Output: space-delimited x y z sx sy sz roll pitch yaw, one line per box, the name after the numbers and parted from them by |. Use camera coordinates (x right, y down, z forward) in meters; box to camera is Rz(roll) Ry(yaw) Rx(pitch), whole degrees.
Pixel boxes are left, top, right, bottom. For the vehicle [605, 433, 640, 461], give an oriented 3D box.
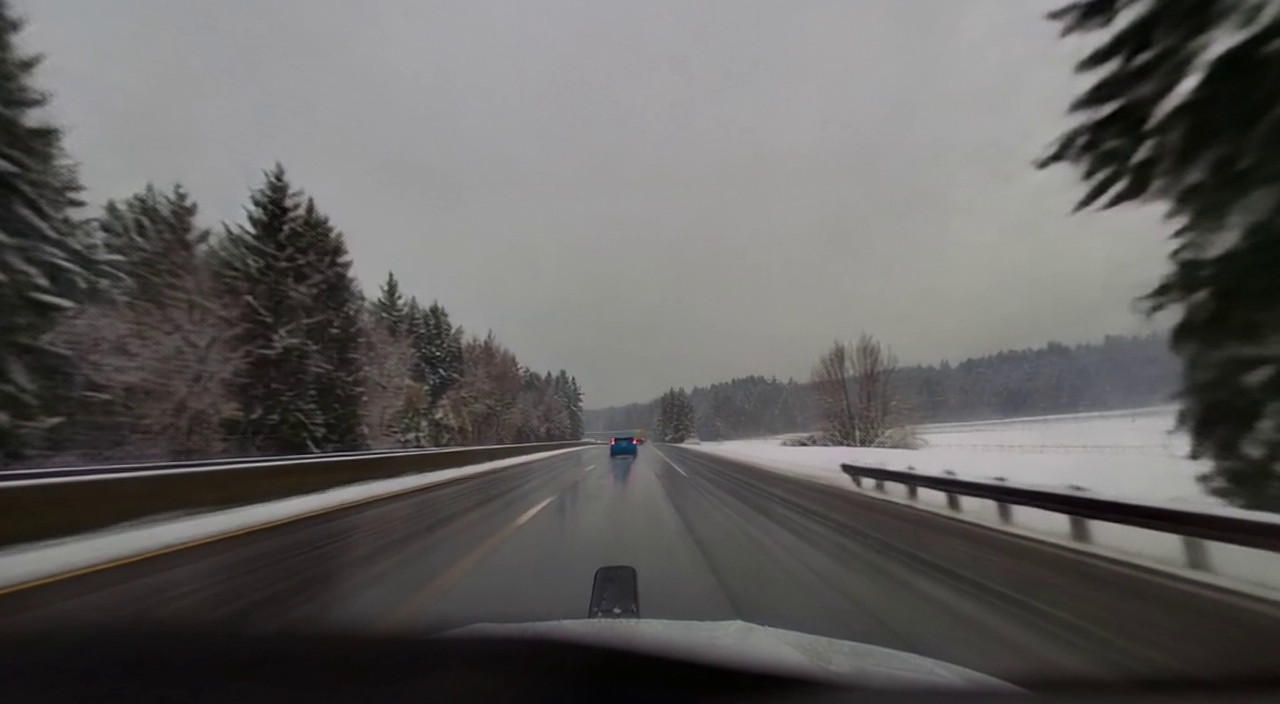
-1.040 6.010 40.032 2.094 1.653 4.283 0 -8 0 | vehicle
